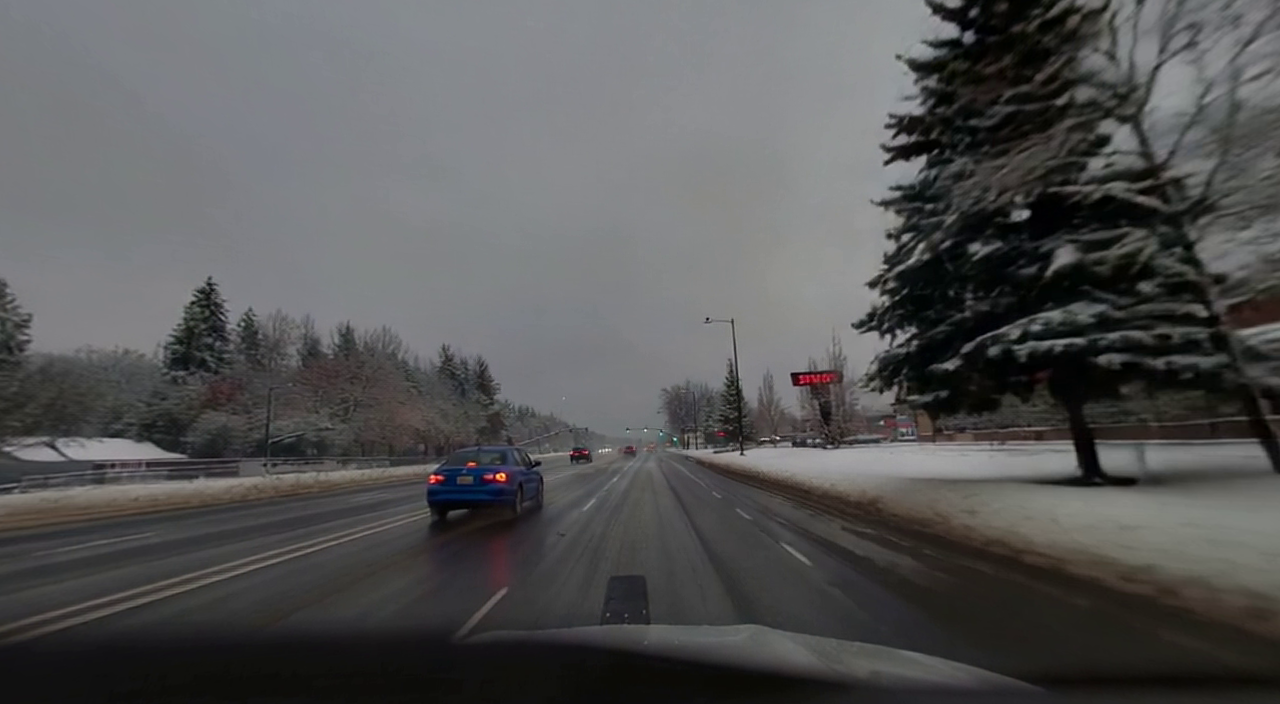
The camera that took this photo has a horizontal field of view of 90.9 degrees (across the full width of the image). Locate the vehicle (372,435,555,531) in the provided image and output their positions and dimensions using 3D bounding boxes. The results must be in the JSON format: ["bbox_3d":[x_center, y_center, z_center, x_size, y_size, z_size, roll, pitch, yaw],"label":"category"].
[{"bbox_3d":[-3.068,2.389,12.123,2.152,1.479,4.394,0,-9,2],"label":"vehicle"}]
